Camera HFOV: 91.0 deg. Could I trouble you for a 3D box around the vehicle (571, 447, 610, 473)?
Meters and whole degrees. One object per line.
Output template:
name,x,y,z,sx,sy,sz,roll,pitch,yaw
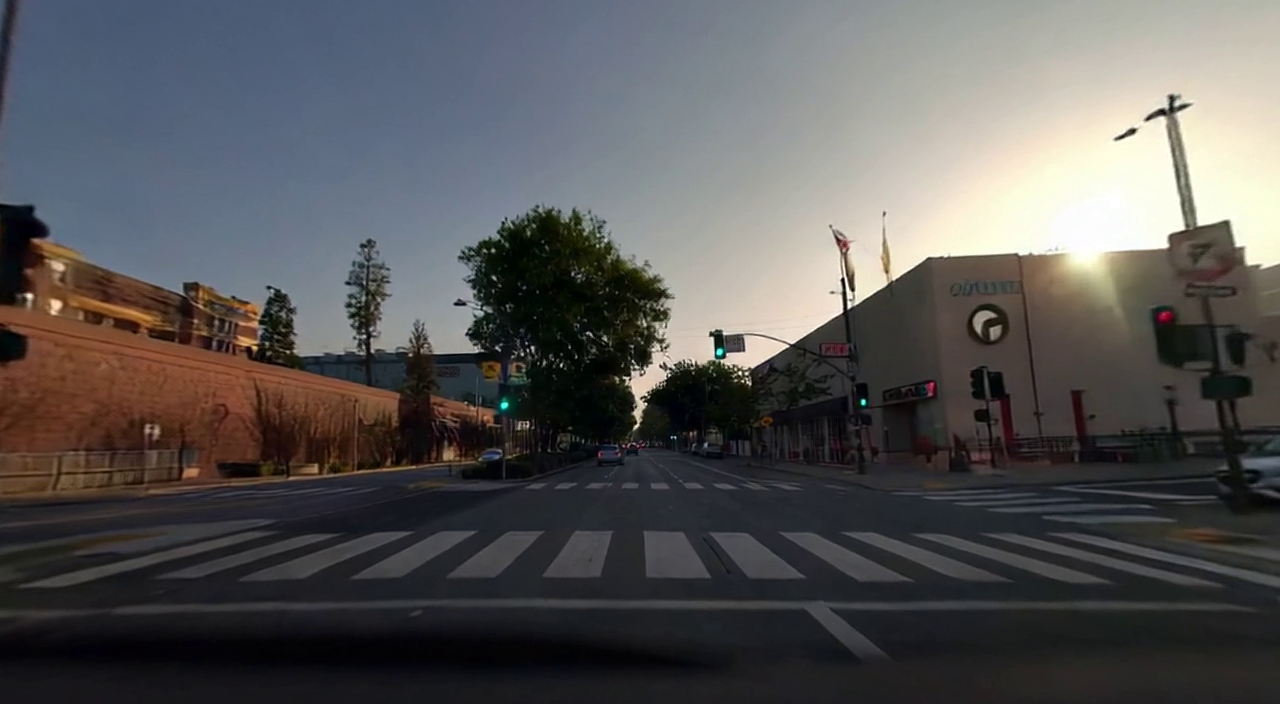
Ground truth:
vehicle,-2.978,6.600,38.784,2.078,1.471,4.217,0,-9,0
